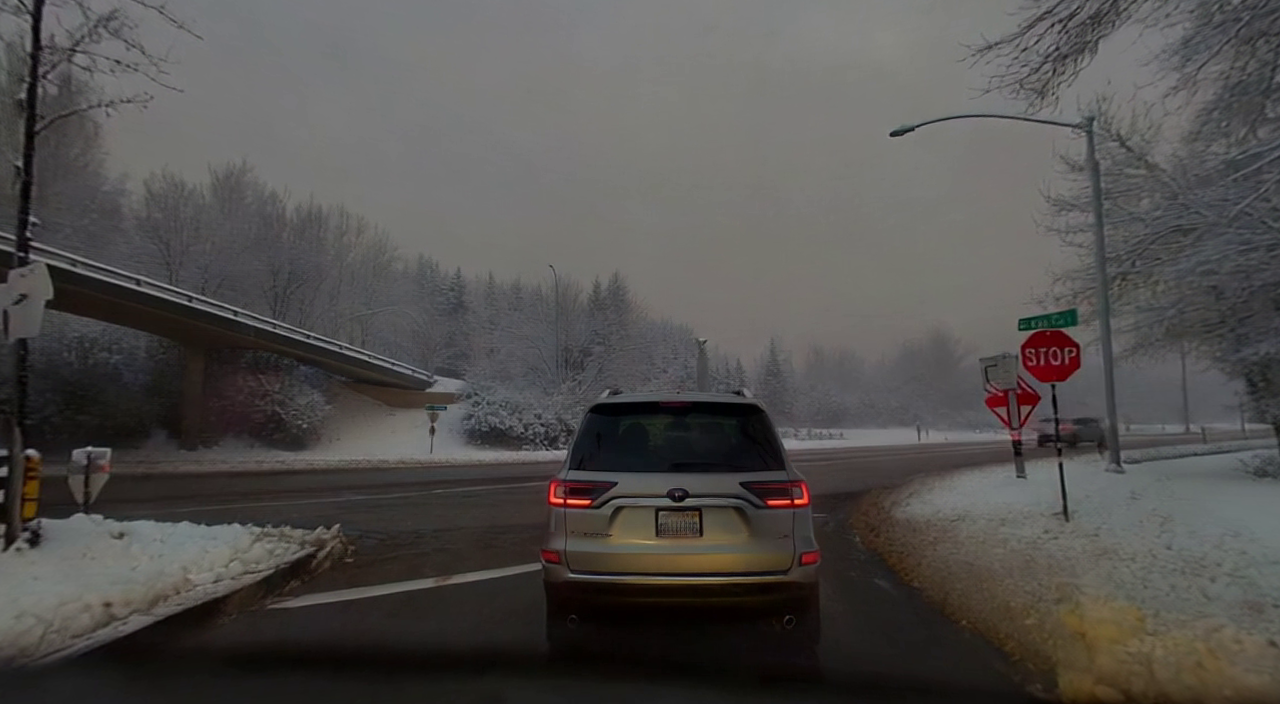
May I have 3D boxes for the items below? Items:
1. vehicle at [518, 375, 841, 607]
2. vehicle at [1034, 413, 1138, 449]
[{"bbox_3d":[0.310,1.404,7.151,2.494,1.804,4.336,0,-9,0],"label":"vehicle"},{"bbox_3d":[22.207,3.972,31.395,5.060,1.648,2.038,4,-10,-28],"label":"vehicle"}]
